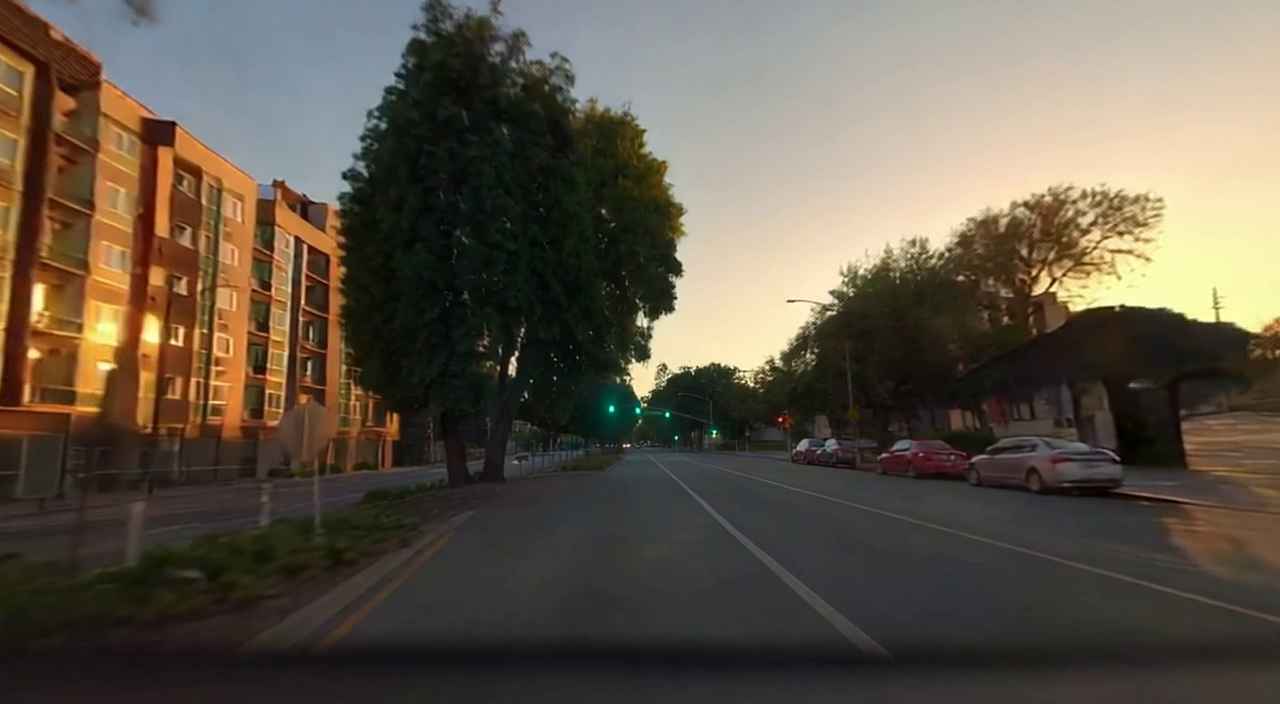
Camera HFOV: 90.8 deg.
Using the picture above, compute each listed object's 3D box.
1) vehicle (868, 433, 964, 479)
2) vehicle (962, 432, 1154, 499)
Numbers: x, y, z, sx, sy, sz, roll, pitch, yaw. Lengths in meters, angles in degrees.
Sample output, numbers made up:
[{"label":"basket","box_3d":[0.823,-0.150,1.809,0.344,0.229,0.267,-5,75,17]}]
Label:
[{"label":"vehicle","box_3d":[10.525,3.982,24.418,1.889,1.631,4.021,0,-9,1]},{"label":"vehicle","box_3d":[10.399,2.849,16.230,1.956,1.462,4.306,0,-8,0]}]
